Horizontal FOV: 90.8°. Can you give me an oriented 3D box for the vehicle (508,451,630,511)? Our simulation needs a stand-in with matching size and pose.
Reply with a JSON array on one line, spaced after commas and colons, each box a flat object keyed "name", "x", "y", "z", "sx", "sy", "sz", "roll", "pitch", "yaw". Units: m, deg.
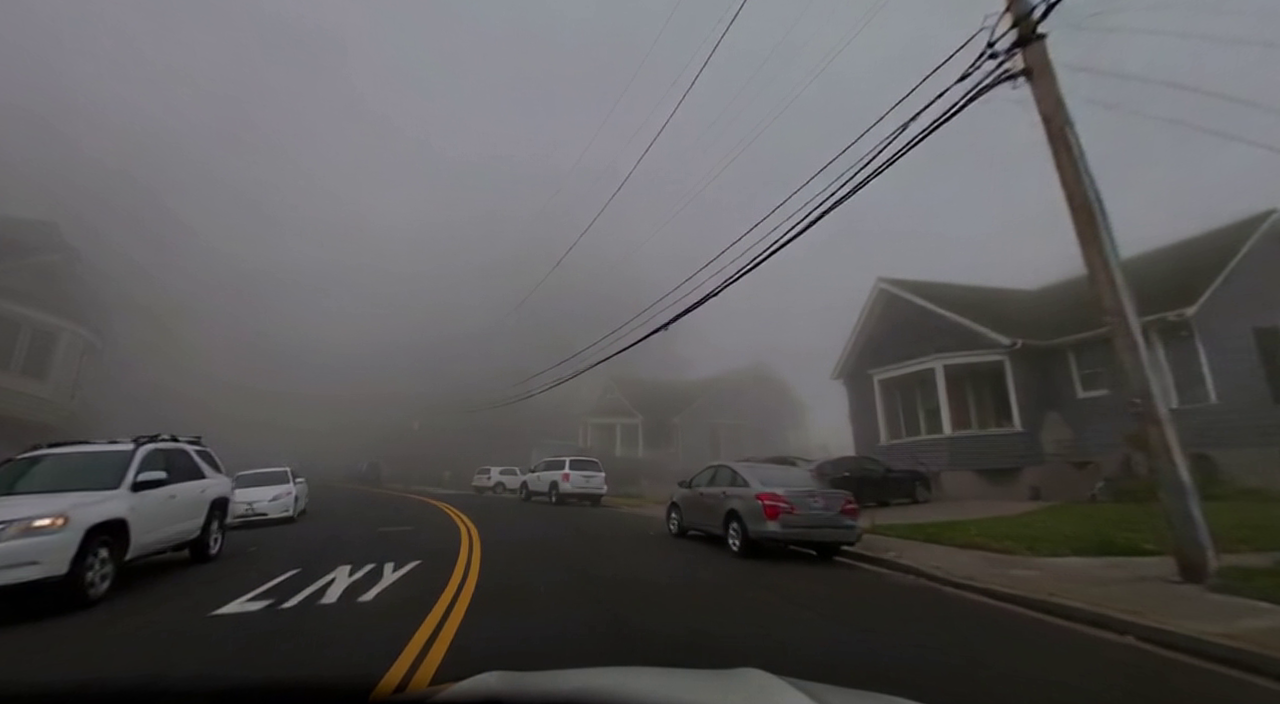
[{"name": "vehicle", "x": -2.834, "y": 4.765, "z": 23.753, "sx": 2.449, "sy": 1.869, "sz": 5.504, "roll": 9, "pitch": -12, "yaw": -28}]

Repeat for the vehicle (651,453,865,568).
[{"name": "vehicle", "x": 1.781, "y": 2.623, "z": 11.227, "sx": 1.923, "sy": 1.531, "sz": 4.568, "roll": 5, "pitch": -10, "yaw": -14}]

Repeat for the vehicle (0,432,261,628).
[{"name": "vehicle", "x": -7.507, "y": 2.211, "z": 8.559, "sx": 2.378, "sy": 1.840, "sz": 5.389, "roll": -2, "pitch": -10, "yaw": -12}]
